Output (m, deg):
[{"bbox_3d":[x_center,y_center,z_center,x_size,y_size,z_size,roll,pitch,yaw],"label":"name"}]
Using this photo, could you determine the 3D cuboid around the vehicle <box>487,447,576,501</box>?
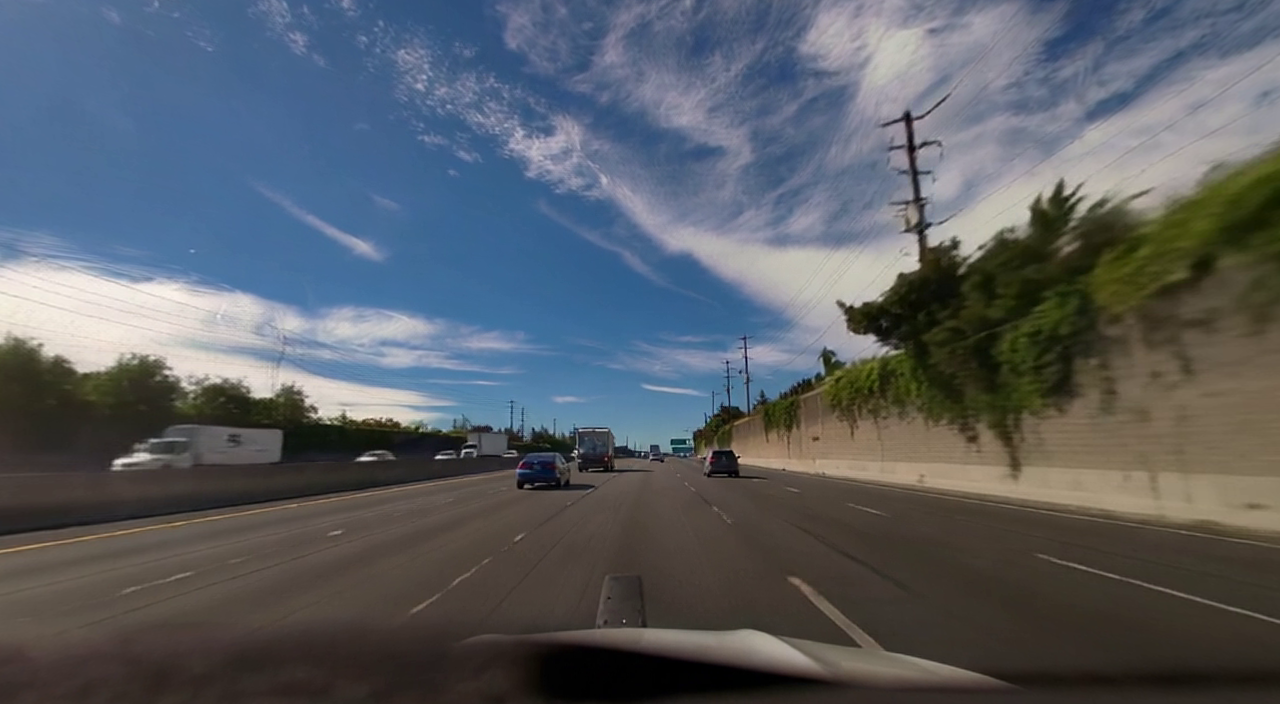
[{"bbox_3d":[-3.250,3.741,19.719,2.004,1.498,4.043,0,-9,1],"label":"vehicle"}]

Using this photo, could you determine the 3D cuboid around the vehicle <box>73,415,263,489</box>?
[{"bbox_3d":[-23.640,5.150,32.471,2.705,3.261,8.898,0,-9,1],"label":"vehicle"}]

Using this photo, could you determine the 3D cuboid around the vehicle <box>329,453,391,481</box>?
[{"bbox_3d":[-15.196,6.247,34.383,1.696,1.417,3.621,0,-9,1],"label":"vehicle"}]

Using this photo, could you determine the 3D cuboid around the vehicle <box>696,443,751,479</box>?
[{"bbox_3d":[4.427,5.872,34.171,2.214,1.799,4.627,0,-9,-1],"label":"vehicle"}]

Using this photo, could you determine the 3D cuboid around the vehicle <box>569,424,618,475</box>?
[{"bbox_3d":[-3.048,6.622,42.965,2.632,3.153,6.879,0,-9,2],"label":"vehicle"}]
